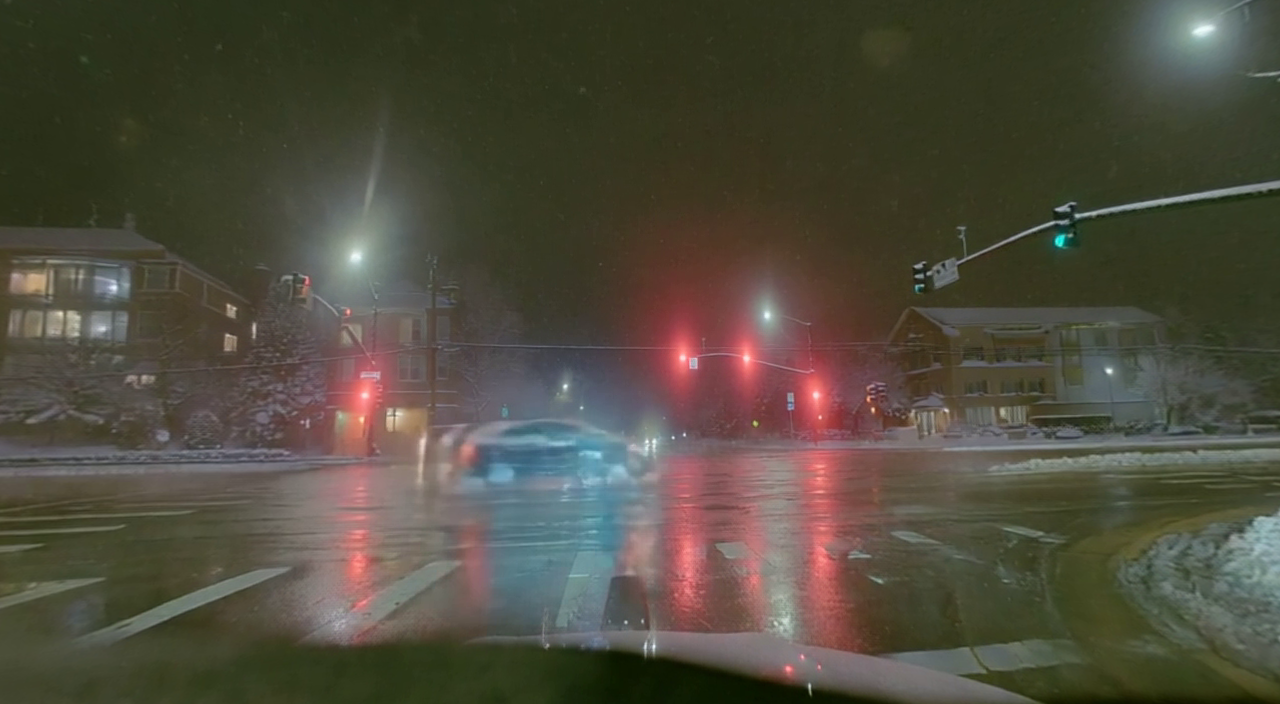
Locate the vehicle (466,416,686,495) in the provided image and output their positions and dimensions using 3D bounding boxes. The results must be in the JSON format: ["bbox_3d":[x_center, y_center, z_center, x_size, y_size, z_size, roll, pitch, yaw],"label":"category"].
[{"bbox_3d":[-1.509,2.431,15.025,4.854,1.684,1.945,1,-9,-10],"label":"vehicle"}]

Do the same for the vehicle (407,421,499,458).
[{"bbox_3d":[-10.290,4.912,35.185,2.000,1.864,5.044,-4,-9,26],"label":"vehicle"}]
